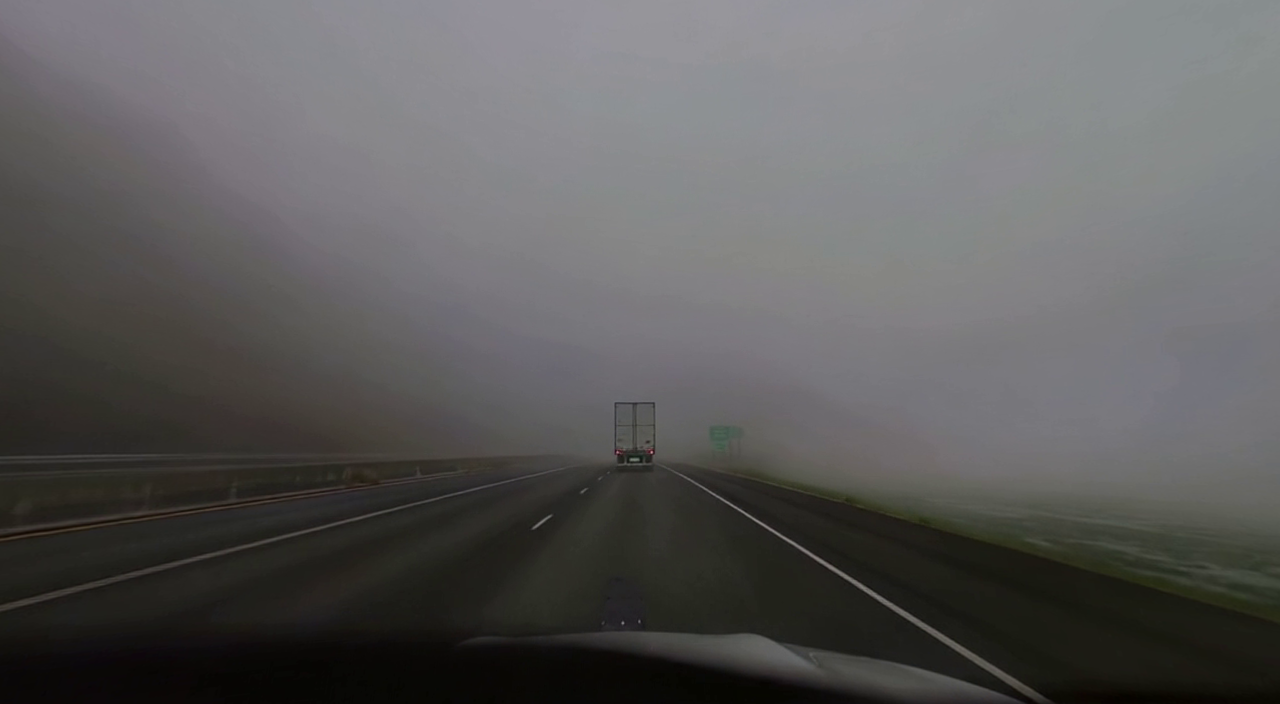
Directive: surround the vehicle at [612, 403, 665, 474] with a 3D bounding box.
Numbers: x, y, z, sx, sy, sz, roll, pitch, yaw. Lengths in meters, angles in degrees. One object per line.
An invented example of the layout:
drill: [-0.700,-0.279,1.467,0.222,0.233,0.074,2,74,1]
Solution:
vehicle: [-0.134,5.731,41.014,2.982,3.947,11.075,0,-9,-1]
